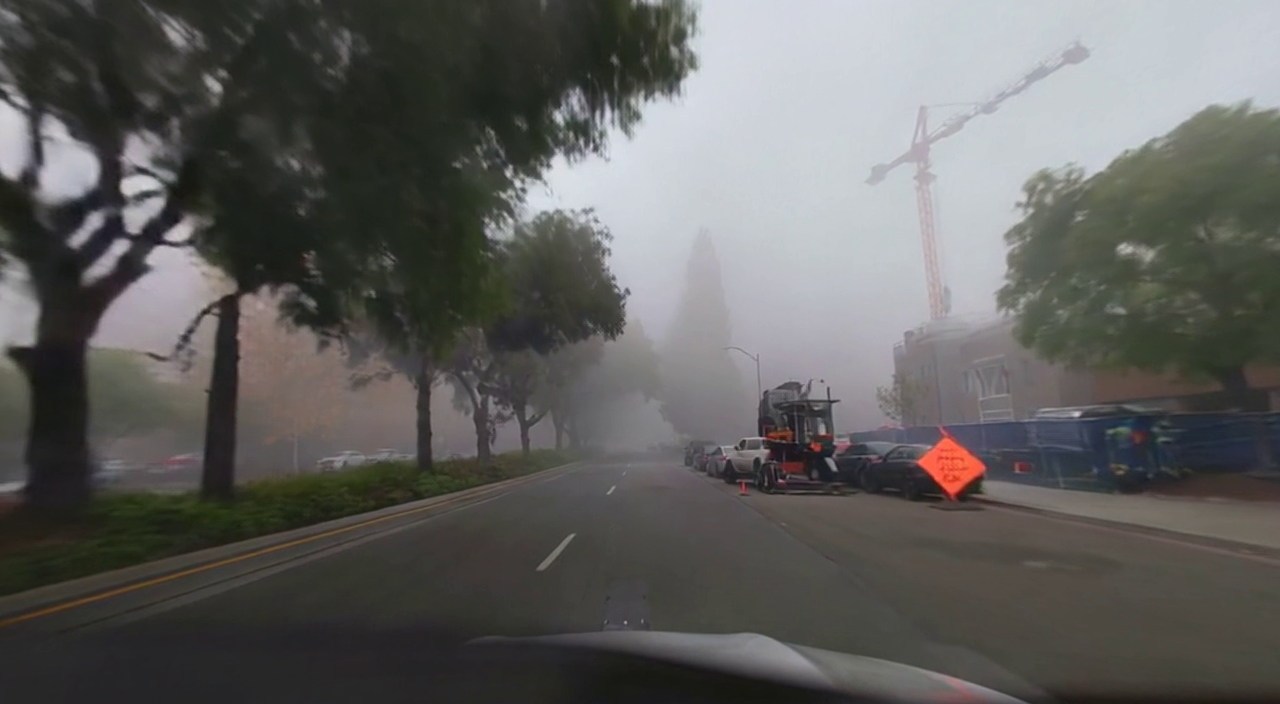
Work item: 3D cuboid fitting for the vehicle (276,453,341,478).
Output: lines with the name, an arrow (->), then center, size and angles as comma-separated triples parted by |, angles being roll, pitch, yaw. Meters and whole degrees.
vehicle -> -21.607, 7.401, 41.258 | 1.811, 1.480, 4.425 | 0, -8, 0

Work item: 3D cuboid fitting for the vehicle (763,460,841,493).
vehicle -> 5.057, 3.904, 19.919 | 1.973, 0.903, 2.151 | 0, -8, 3

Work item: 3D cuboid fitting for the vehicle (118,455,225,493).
vehicle -> -21.732, 5.645, 29.448 | 1.832, 1.583, 4.083 | 0, -8, 0

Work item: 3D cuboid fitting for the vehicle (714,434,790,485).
vehicle -> 4.379, 4.277, 25.468 | 2.050, 1.832, 4.794 | 0, -8, -2

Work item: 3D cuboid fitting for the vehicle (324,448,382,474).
vehicle -> -21.594, 8.174, 47.668 | 1.986, 1.805, 5.444 | 0, -8, -2

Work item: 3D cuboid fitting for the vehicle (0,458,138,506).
vehicle -> -21.520, 4.727, 23.335 | 1.900, 1.490, 4.775 | 0, -8, 0

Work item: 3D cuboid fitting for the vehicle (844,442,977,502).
vehicle -> 7.504, 3.342, 18.027 | 1.933, 1.483, 4.330 | 0, -8, 1
